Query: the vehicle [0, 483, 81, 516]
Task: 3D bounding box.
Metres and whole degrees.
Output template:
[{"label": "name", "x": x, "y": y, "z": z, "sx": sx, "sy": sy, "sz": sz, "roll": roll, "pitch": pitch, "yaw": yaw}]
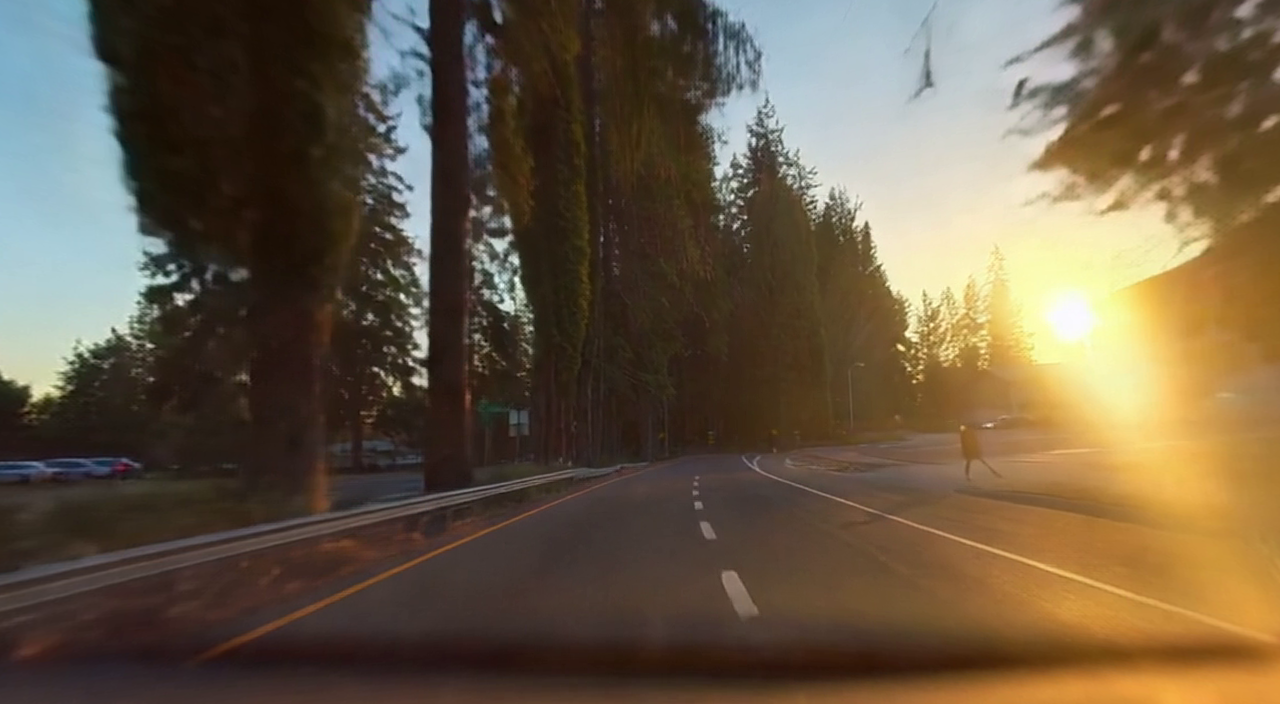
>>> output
[{"label": "vehicle", "x": -34.205, "y": 8.224, "z": 35.117, "sx": 1.842, "sy": 1.584, "sz": 4.567, "roll": -6, "pitch": -11, "yaw": 6}]
